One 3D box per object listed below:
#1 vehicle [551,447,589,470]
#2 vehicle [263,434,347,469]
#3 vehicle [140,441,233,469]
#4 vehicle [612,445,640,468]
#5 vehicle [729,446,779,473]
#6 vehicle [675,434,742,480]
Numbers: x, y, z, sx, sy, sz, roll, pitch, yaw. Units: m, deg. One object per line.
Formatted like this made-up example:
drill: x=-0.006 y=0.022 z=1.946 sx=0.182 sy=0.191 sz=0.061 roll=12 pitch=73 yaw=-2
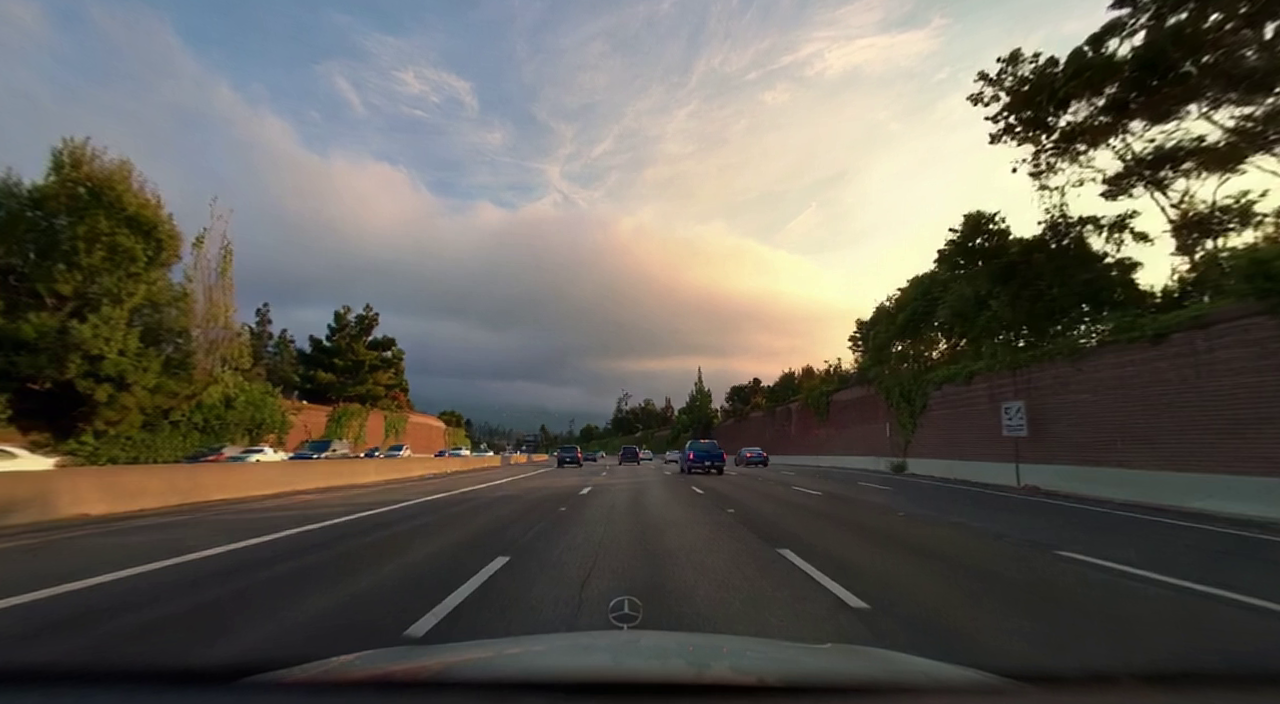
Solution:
vehicle: x=-4.926 y=7.539 z=45.090 sx=2.411 sy=1.509 sz=4.641 roll=0 pitch=-8 yaw=-3
vehicle: x=-18.165 y=5.408 z=34.482 sx=2.110 sy=1.792 sz=4.738 roll=0 pitch=-8 yaw=-2
vehicle: x=-26.135 y=5.947 z=36.579 sx=1.966 sy=1.484 sz=4.897 roll=0 pitch=-8 yaw=-3
vehicle: x=-1.098 y=7.863 z=47.690 sx=2.050 sy=1.607 sz=3.821 roll=0 pitch=-8 yaw=-3
vehicle: x=6.944 y=6.569 z=38.790 sx=1.976 sy=1.485 sz=4.925 roll=0 pitch=-8 yaw=-2
vehicle: x=3.143 y=4.987 z=30.299 sx=2.374 sy=1.952 sz=5.431 roll=0 pitch=-8 yaw=-3
